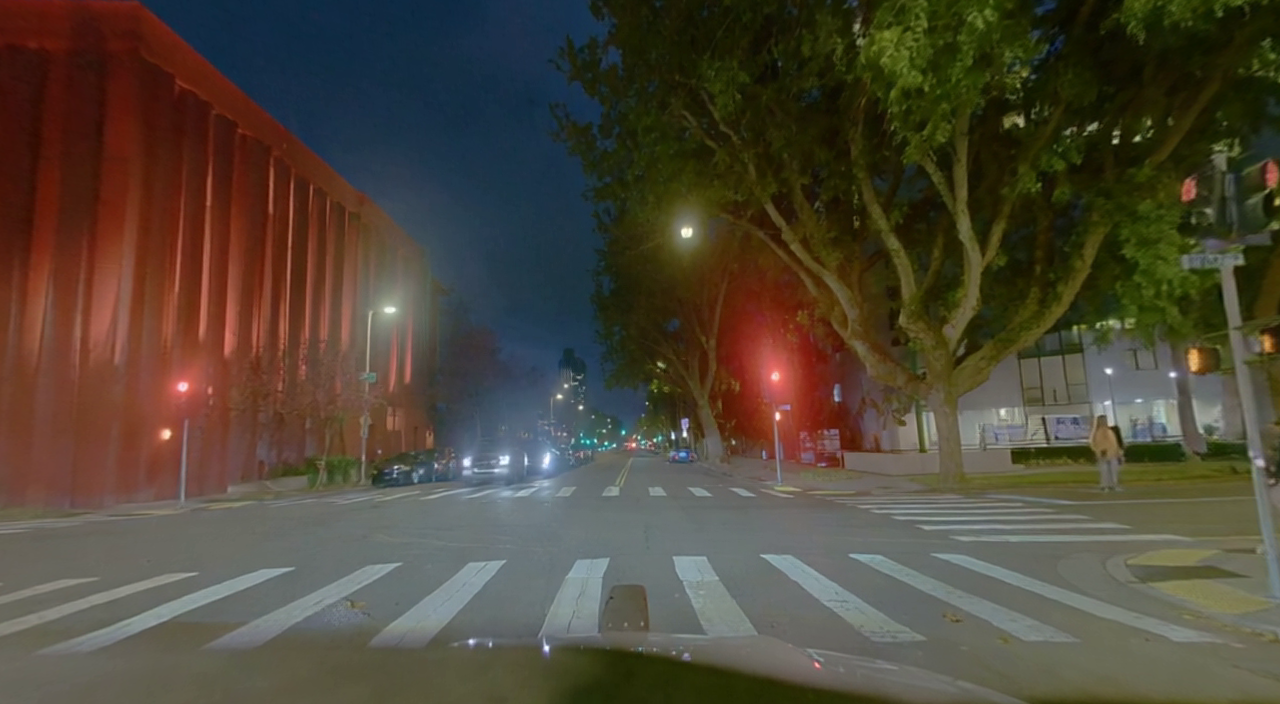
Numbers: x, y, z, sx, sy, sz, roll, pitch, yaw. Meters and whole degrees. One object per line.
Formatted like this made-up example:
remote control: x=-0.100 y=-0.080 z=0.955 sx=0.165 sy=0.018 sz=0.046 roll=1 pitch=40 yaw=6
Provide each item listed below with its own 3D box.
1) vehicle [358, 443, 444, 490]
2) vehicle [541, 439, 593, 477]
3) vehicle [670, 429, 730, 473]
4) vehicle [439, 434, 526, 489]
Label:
vehicle: x=-9.912 y=4.748 z=26.582 sx=2.216 sy=1.804 sz=4.526 roll=1 pitch=-8 yaw=-6
vehicle: x=-3.268 y=4.850 z=29.128 sx=2.033 sy=1.596 sz=4.142 roll=0 pitch=-8 yaw=-2
vehicle: x=3.101 y=5.308 z=34.032 sx=2.557 sy=2.188 sz=5.164 roll=1 pitch=-8 yaw=-2
vehicle: x=-5.908 y=4.140 z=24.324 sx=2.242 sy=1.887 sz=4.924 roll=0 pitch=-8 yaw=-2
